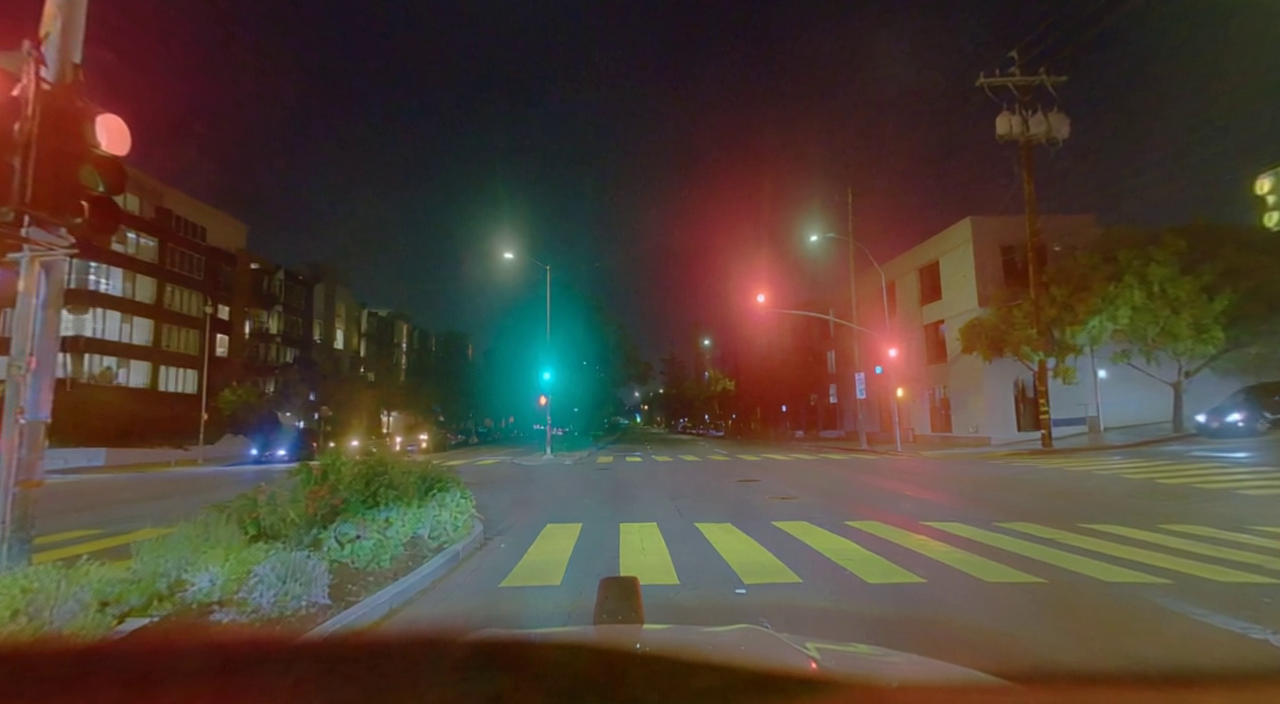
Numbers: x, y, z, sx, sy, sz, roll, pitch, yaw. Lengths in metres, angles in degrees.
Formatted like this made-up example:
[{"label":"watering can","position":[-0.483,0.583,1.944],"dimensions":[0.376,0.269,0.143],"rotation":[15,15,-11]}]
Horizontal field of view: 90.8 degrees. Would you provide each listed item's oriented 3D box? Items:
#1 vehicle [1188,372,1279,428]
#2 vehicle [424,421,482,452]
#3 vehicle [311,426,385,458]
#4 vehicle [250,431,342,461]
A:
[{"label":"vehicle","position":[22.365,1.629,22.228],"dimensions":[4.531,1.753,1.964],"rotation":[-2,-2,-5]},{"label":"vehicle","position":[-11.730,5.377,39.946],"dimensions":[2.118,1.809,4.591],"rotation":[0,-8,2]},{"label":"vehicle","position":[-18.257,5.682,39.848],"dimensions":[2.225,1.871,5.189],"rotation":[0,-8,0]},{"label":"vehicle","position":[-18.057,4.977,33.518],"dimensions":[1.939,1.430,5.533],"rotation":[0,-8,-2]}]
